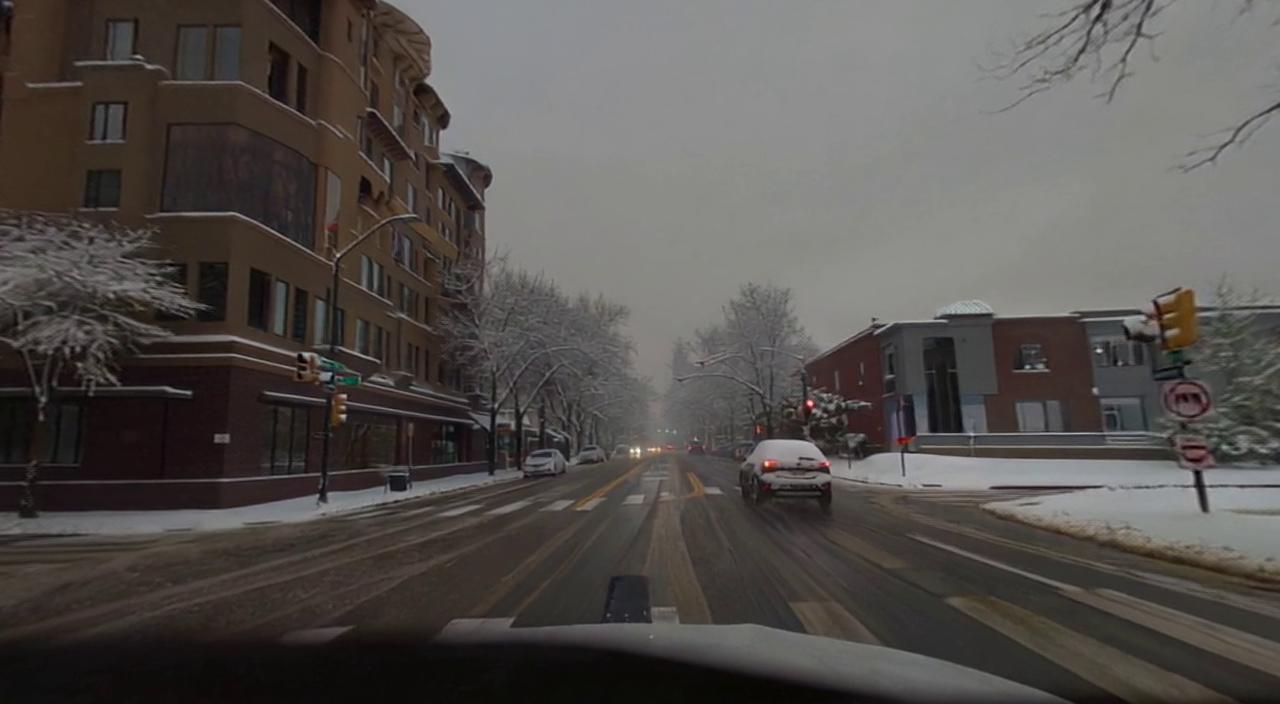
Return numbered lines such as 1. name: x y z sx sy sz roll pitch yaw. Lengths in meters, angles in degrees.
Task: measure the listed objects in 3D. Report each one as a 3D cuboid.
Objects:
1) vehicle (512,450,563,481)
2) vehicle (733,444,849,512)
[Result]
1. vehicle: -5.733 6.390 35.699 2.127 1.533 4.547 -1 -8 0
2. vehicle: 3.623 3.077 15.952 2.014 1.474 4.090 0 -8 1
